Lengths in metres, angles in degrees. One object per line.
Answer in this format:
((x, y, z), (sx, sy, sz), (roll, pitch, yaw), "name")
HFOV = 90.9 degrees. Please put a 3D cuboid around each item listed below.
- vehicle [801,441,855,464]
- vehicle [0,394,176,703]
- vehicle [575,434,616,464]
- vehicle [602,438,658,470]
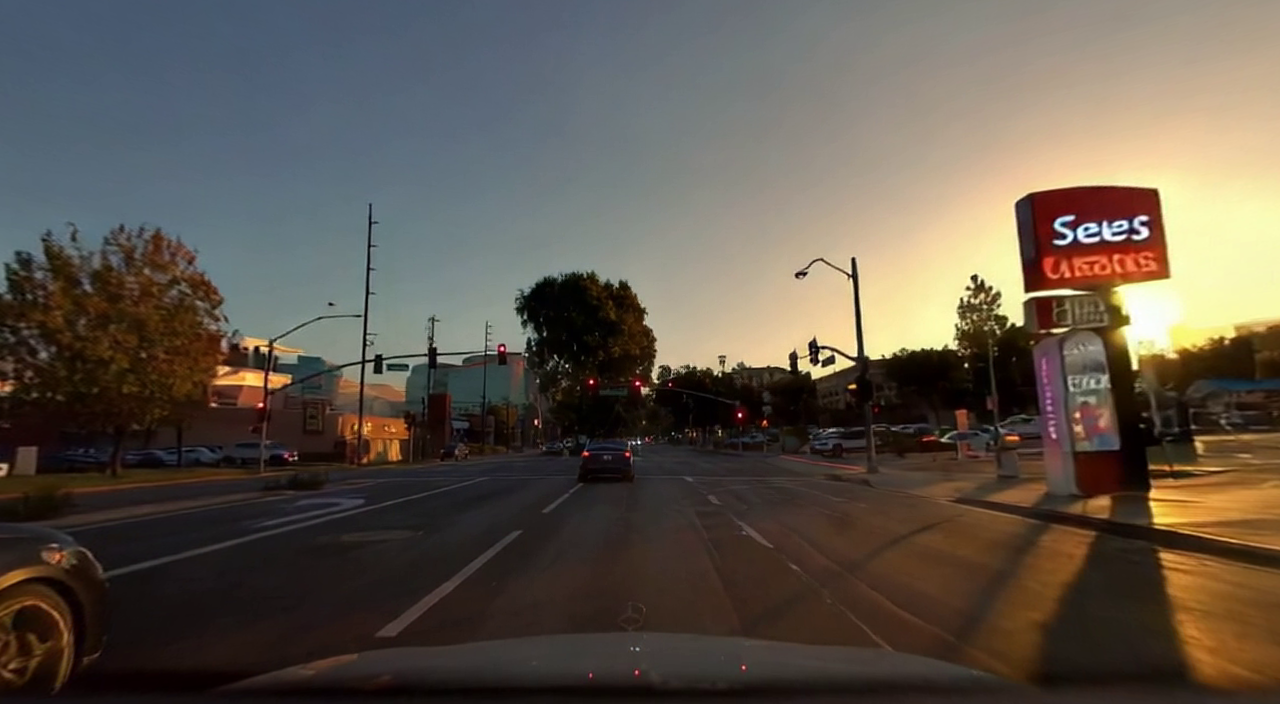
((12.686, 6.695, 42.315), (1.810, 1.463, 4.245), (-8, -11, 41), "vehicle")
((-3.457, 0.707, 1.022), (2.018, 1.470, 4.346), (0, -8, 1), "vehicle")
((-2.806, 6.226, 40.690), (2.160, 1.803, 4.419), (-1, -8, 2), "vehicle")
((-0.403, 5.058, 31.359), (2.082, 1.460, 4.442), (-2, -8, 9), "vehicle")
